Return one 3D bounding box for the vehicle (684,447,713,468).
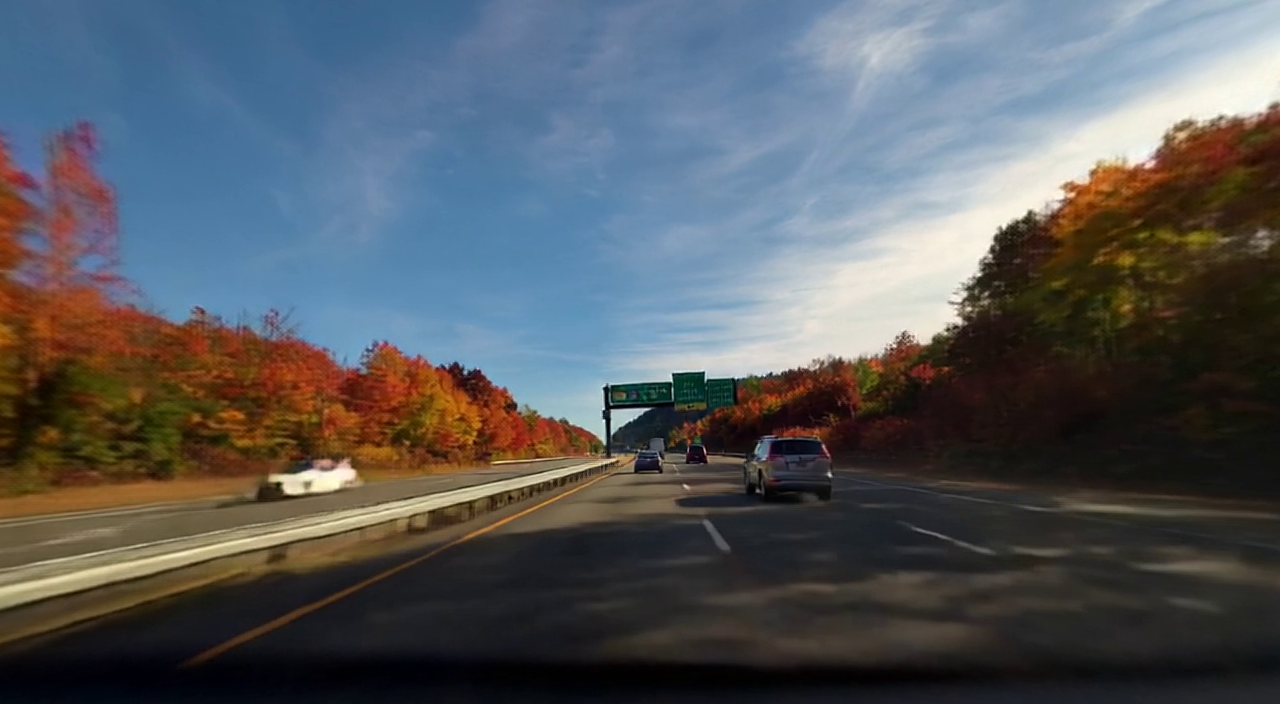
[{"bbox_3d":[4.536,8.293,49.318,1.959,1.528,4.207,-1,-9,1],"label":"vehicle"}]

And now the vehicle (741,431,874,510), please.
[{"bbox_3d":[4.071,2.970,16.122,2.250,1.718,4.358,0,-9,1],"label":"vehicle"}]

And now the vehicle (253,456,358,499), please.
[{"bbox_3d":[-13.671,5.128,25.977,1.886,1.531,4.272,-1,-9,2],"label":"vehicle"}]

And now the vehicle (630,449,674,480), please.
[{"bbox_3d":[0.617,5.535,31.201,2.037,1.418,3.793,-1,-9,1],"label":"vehicle"}]
